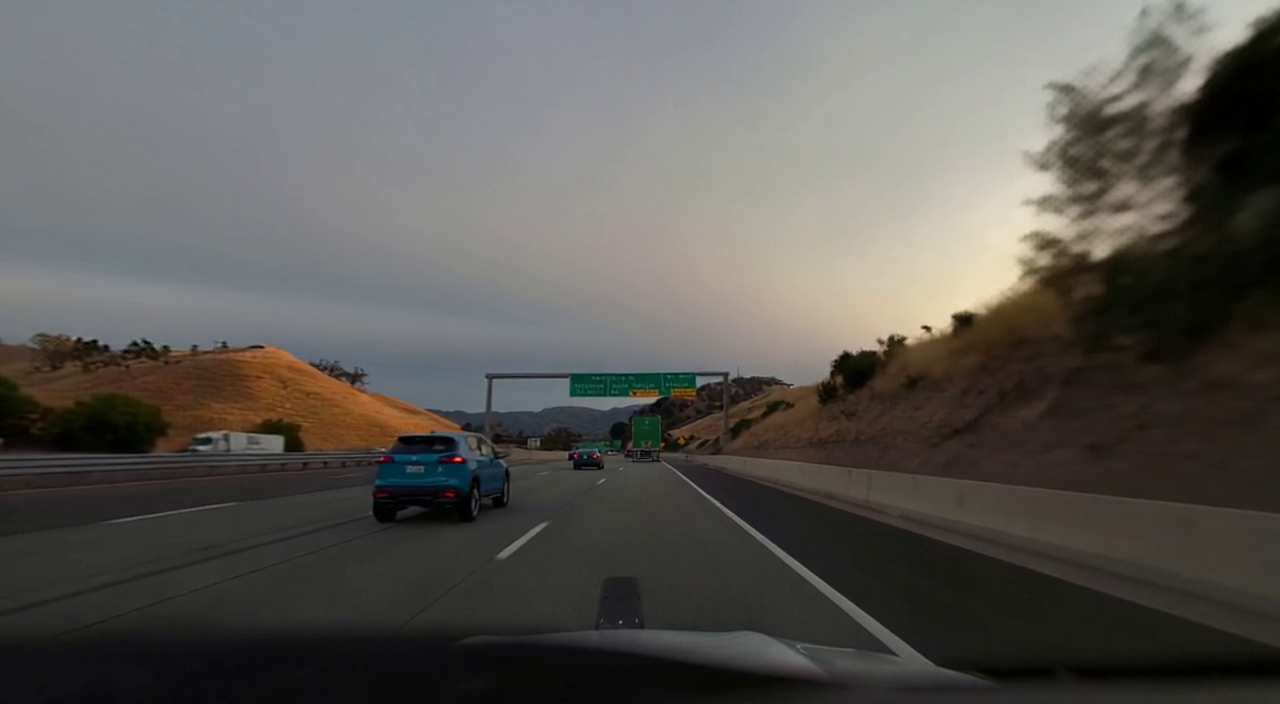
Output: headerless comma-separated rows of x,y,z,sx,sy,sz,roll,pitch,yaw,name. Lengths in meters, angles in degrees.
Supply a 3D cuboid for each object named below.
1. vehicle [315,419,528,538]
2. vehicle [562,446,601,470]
-3.682,2.237,11.776,2.194,1.725,4.698,0,-9,1,vehicle
-3.811,6.969,41.624,2.101,1.476,4.471,1,-9,1,vehicle
